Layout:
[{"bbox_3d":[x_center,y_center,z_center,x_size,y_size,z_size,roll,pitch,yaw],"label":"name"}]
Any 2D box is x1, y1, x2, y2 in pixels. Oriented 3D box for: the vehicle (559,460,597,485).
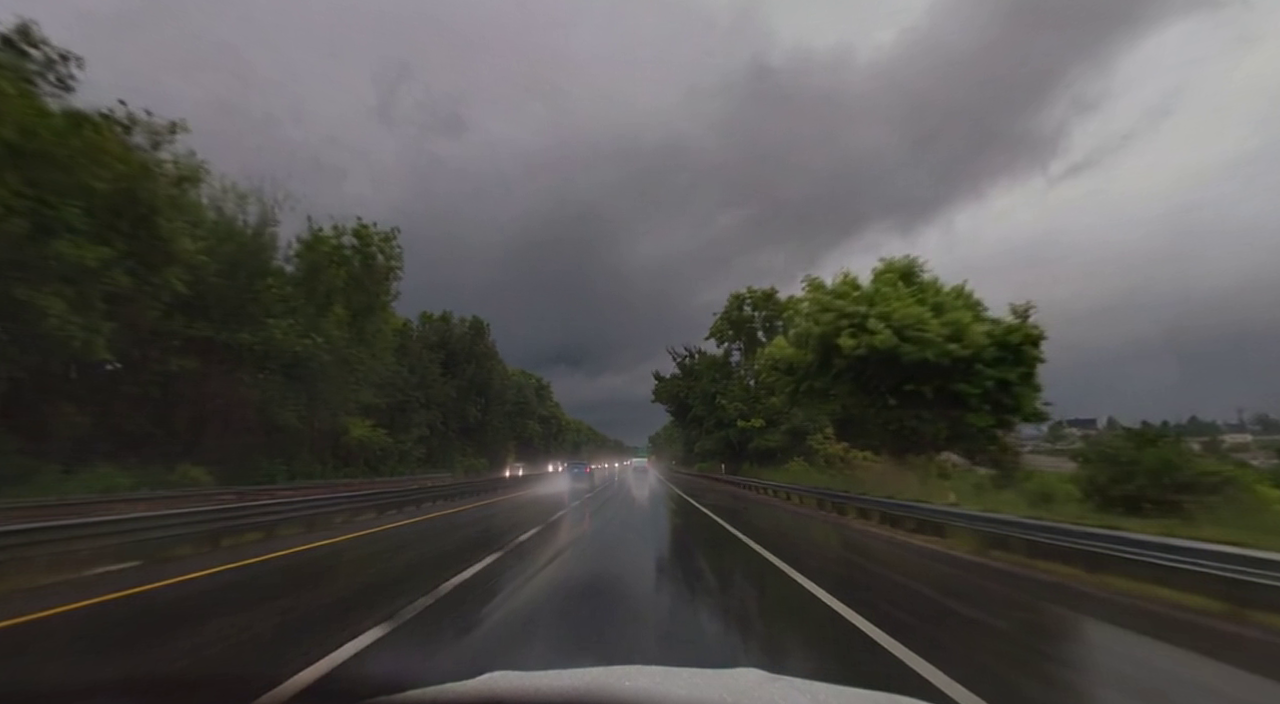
[{"bbox_3d":[-4.037,8.004,41.941,2.081,1.586,4.245,1,-10,0],"label":"vehicle"}]
